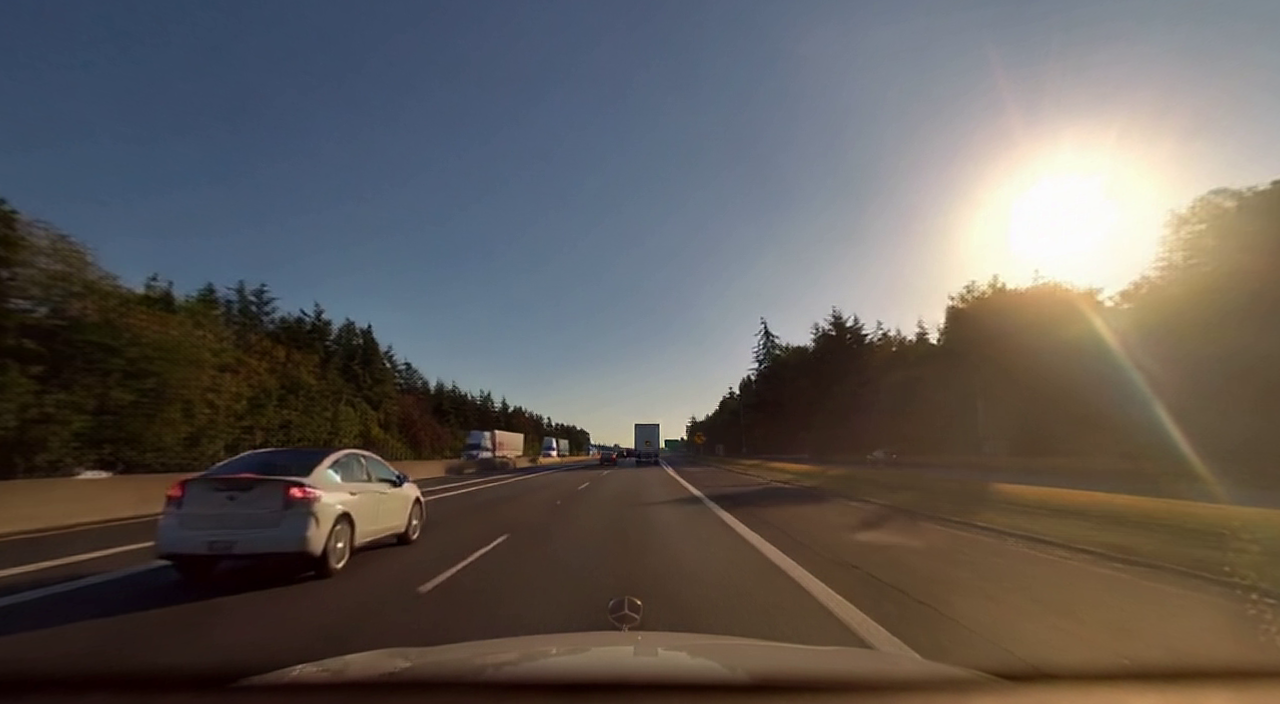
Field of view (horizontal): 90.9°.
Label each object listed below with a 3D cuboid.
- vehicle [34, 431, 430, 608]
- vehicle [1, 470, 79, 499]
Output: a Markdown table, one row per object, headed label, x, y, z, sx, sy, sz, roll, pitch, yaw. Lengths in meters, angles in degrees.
| label | x | y | z | sx | sy | sz | roll | pitch | yaw |
| --- | --- | --- | --- | --- | --- | --- | --- | --- | --- |
| vehicle | -4.186 | 1.741 | 7.481 | 1.945 | 1.488 | 4.043 | 0 | -9 | 1 |
| vehicle | -41.030 | 9.013 | 43.248 | 1.836 | 1.680 | 4.531 | 2 | -9 | -15 |
